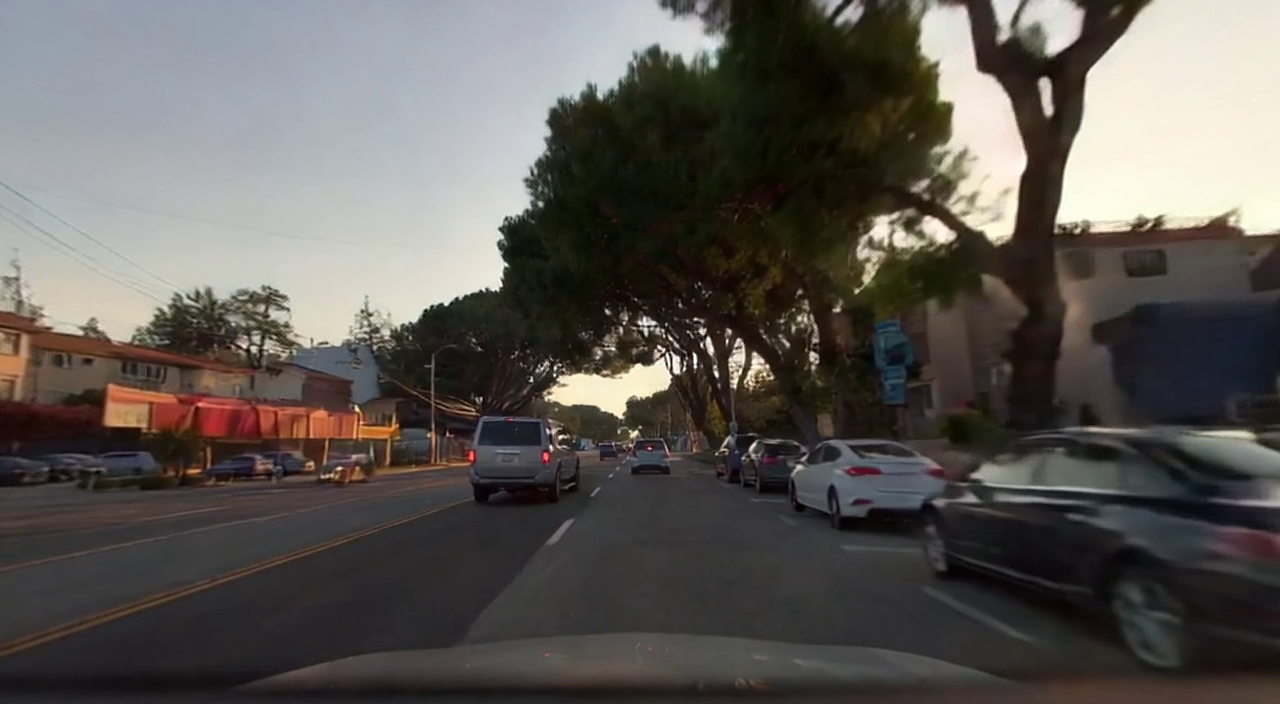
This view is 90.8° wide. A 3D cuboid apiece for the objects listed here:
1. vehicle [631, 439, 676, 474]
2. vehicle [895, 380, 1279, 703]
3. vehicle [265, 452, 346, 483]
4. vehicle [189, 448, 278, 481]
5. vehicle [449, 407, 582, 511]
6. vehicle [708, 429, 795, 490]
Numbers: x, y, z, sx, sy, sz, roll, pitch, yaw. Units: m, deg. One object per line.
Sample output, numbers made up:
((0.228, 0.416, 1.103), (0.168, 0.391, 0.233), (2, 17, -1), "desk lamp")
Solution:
((0.644, 5.289, 32.088), (2.126, 1.657, 4.132), (0, -9, 0), "vehicle")
((3.578, 1.167, 4.083), (1.931, 1.625, 4.409), (0, -9, -1), "vehicle")
((-19.592, 6.767, 37.303), (1.911, 1.638, 5.028), (0, -9, 1), "vehicle")
((-24.929, 6.904, 39.042), (2.095, 1.862, 5.261), (0, -9, -2), "vehicle")
((-2.812, 2.599, 15.679), (2.213, 2.123, 5.124), (0, -9, 0), "vehicle")
((3.721, 3.721, 22.083), (2.090, 1.861, 4.805), (0, -9, -1), "vehicle")
